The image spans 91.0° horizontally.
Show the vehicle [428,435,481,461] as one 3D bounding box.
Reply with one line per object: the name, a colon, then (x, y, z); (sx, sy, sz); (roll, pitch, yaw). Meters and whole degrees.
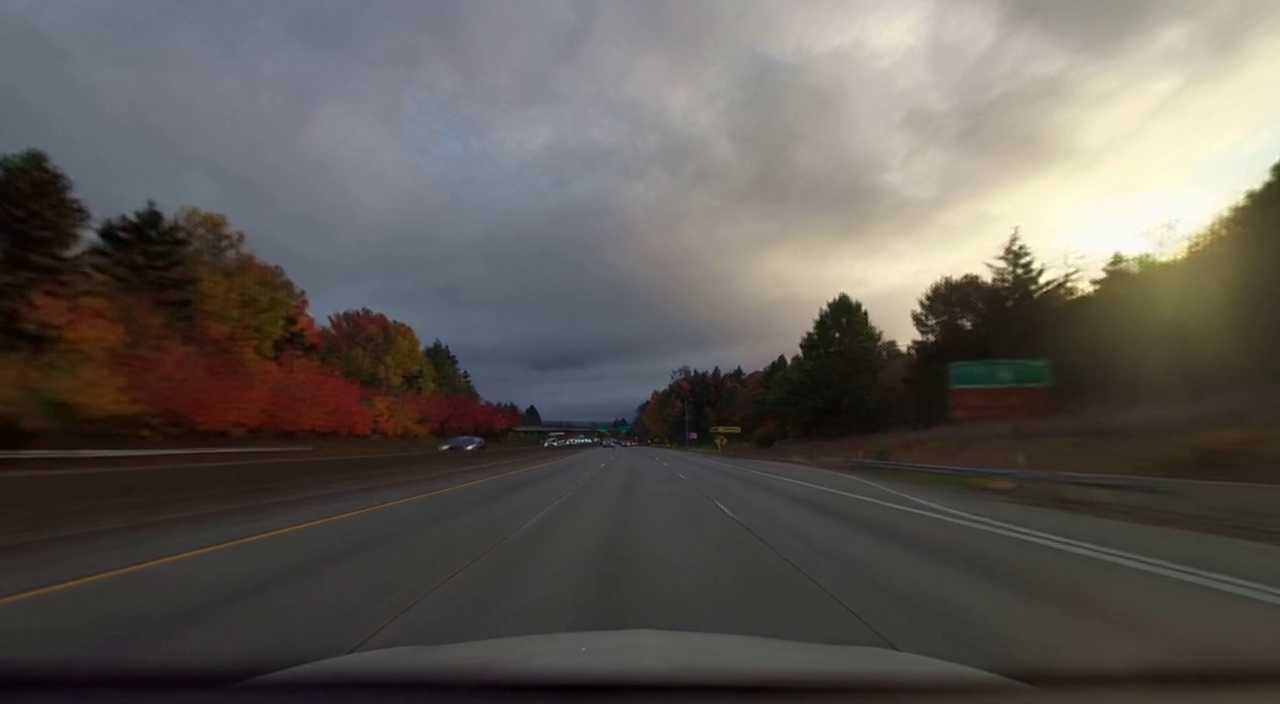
vehicle: (-11.469, 5.953, 39.133); (1.904, 1.504, 4.525); (0, -8, 0)
